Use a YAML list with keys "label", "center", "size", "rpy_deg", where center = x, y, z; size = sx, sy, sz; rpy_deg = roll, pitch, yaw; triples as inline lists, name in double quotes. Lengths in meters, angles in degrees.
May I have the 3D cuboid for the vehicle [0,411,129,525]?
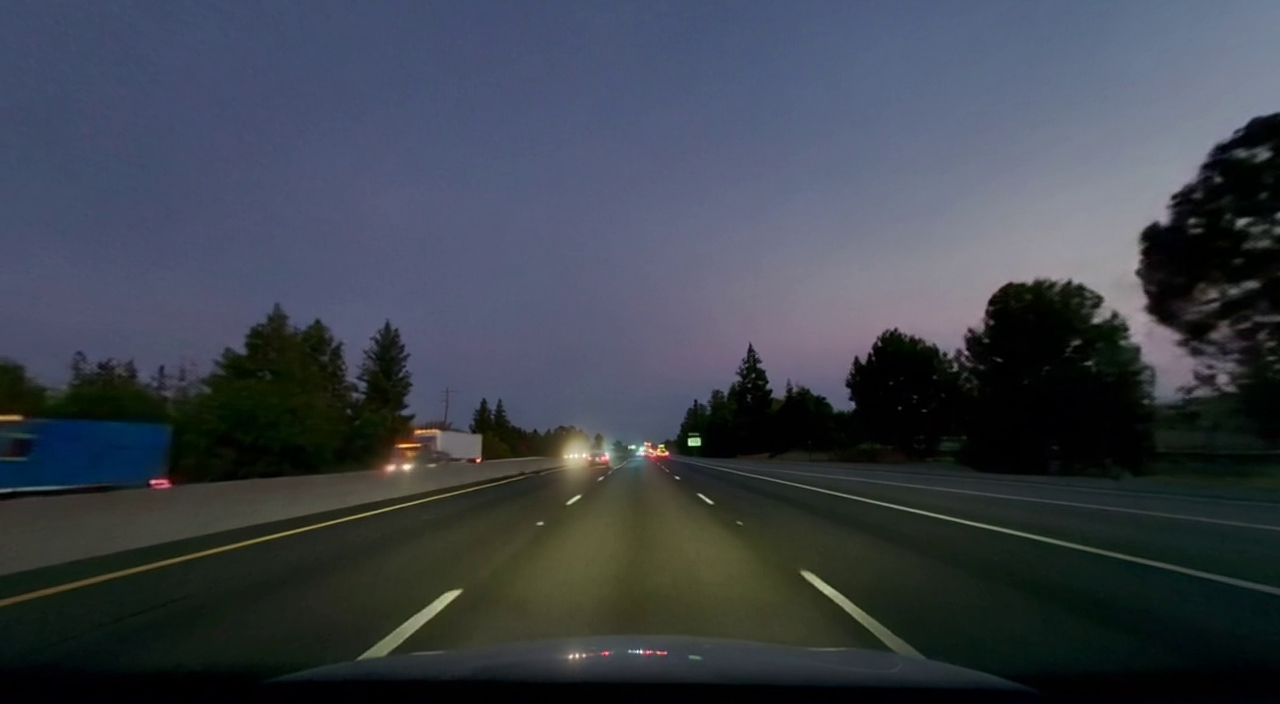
- label: "vehicle"
  center: [-16.145, 2.762, 15.040]
  size: [2.400, 2.633, 6.390]
  rpy_deg: [0, -9, 0]
